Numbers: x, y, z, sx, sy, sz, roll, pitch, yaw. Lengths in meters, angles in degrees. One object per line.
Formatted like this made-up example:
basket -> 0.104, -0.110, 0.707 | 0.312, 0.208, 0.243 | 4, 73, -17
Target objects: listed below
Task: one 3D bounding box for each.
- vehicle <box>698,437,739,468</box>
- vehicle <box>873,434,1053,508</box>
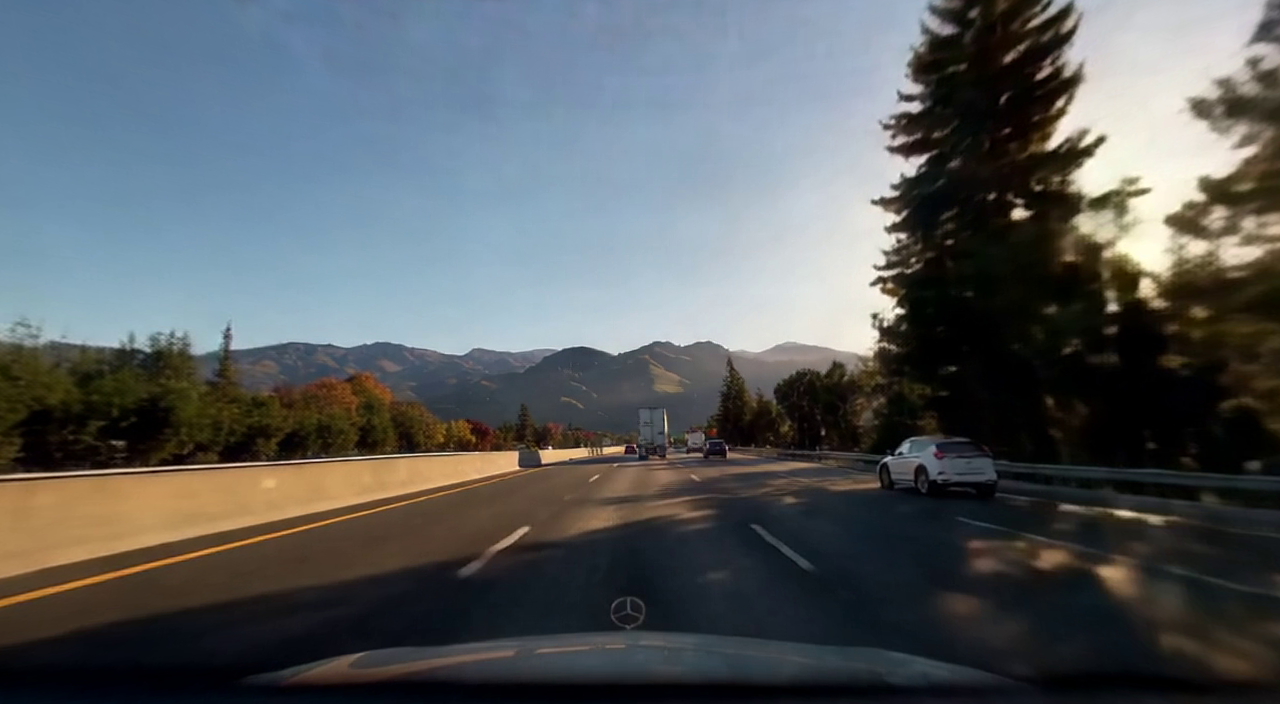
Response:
vehicle -> 4.467, 5.762, 36.313 | 1.880, 1.624, 3.941 | 0, -8, 1
vehicle -> 7.213, 2.677, 14.656 | 1.982, 1.440, 4.171 | 0, -8, 0
